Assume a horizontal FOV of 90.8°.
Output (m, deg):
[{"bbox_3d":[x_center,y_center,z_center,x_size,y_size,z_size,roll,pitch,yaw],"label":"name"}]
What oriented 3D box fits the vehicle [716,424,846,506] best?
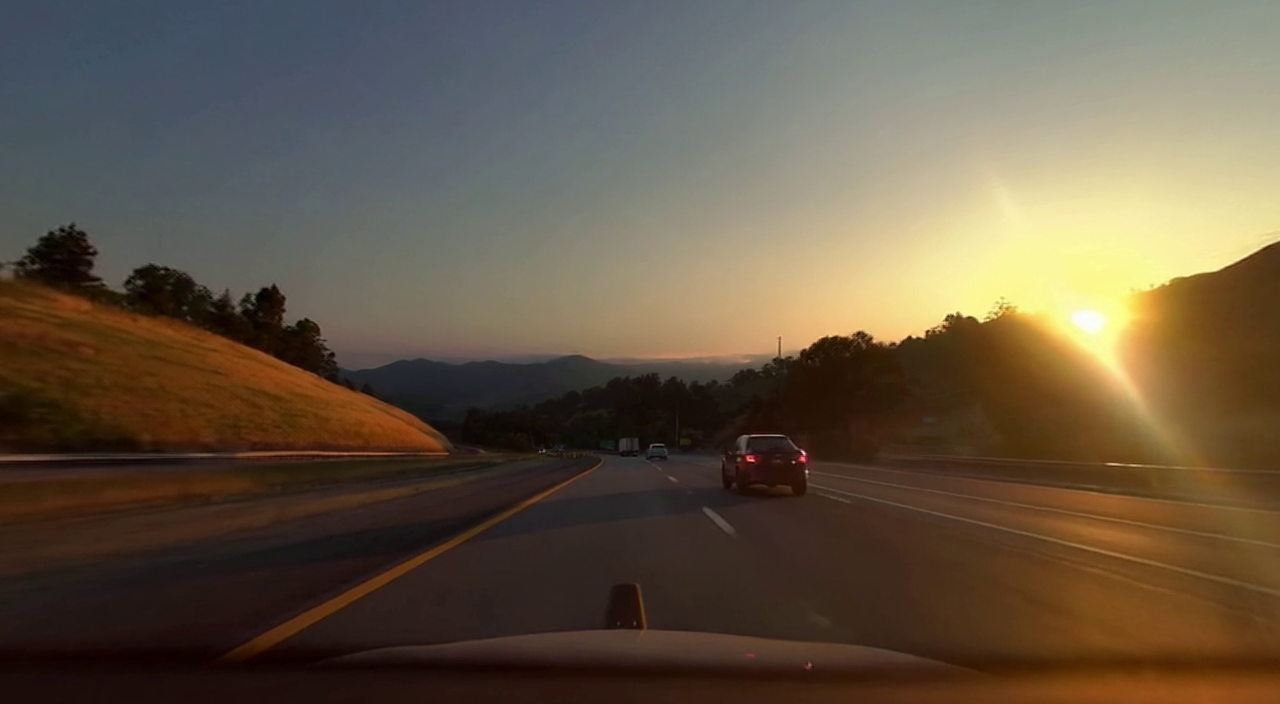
[{"bbox_3d":[3.403,2.847,16.390,2.141,1.785,4.778,0,-8,-2],"label":"vehicle"}]
